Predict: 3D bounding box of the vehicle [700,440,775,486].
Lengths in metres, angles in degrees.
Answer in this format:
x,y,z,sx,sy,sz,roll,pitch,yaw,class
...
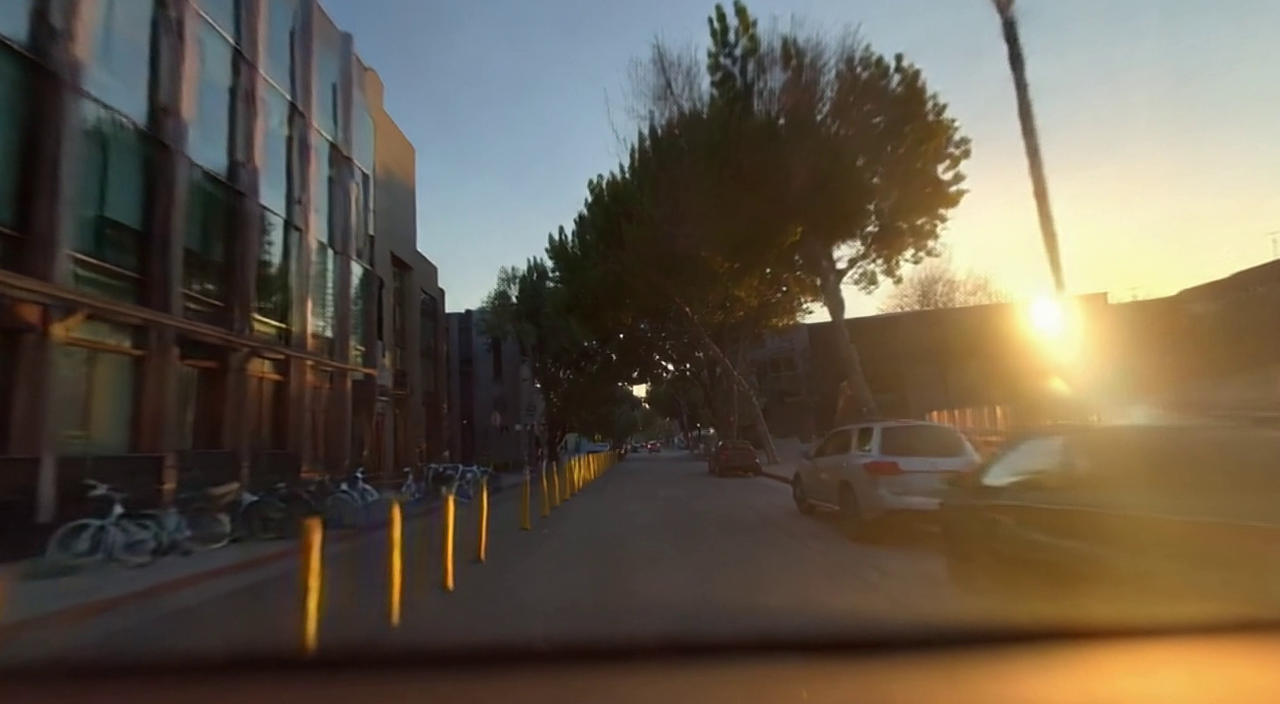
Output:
x,y,z,sx,sy,sz,roll,pitch,yaw,class
3.405,3.972,23.057,1.963,1.445,4.948,-1,-8,1,vehicle

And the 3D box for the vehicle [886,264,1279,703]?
x,y,z,sx,sy,sz,roll,pitch,yaw,class
3.512,0.814,3.778,2.127,1.864,4.892,-1,-9,1,vehicle
